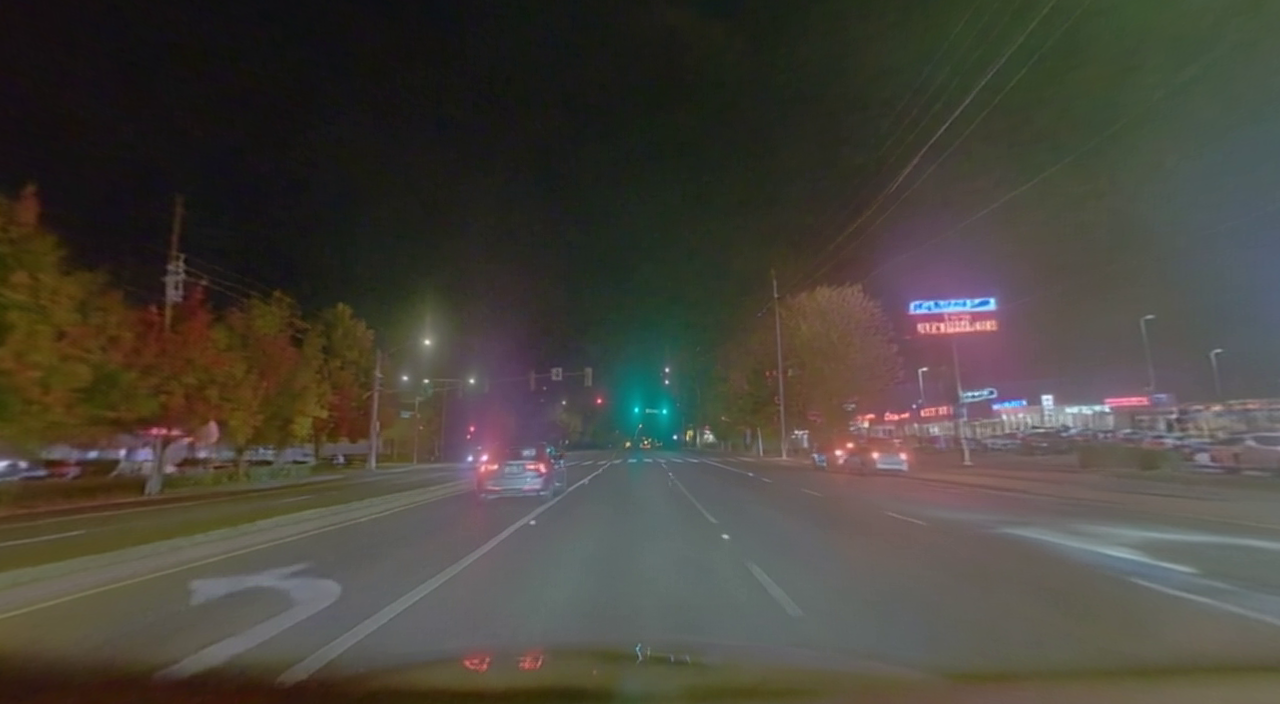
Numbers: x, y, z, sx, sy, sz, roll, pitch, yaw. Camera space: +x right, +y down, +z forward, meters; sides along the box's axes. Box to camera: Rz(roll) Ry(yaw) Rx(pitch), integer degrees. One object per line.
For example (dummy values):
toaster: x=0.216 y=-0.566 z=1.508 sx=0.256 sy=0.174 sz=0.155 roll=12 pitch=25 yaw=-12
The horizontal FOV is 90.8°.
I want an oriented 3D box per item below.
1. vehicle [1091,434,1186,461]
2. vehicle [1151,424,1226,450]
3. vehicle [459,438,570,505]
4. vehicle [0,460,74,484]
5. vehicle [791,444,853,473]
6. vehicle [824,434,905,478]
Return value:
vehicle: x=28.895 y=5.561 z=36.826 sx=1.891 sy=1.504 sz=4.551 roll=0 pitch=-8 yaw=1
vehicle: x=43.108 y=6.718 z=49.803 sx=1.951 sy=1.925 sz=4.345 roll=0 pitch=-8 yaw=1
vehicle: x=-3.043 y=2.991 z=16.240 sx=2.185 sy=1.473 sz=3.925 roll=0 pitch=-8 yaw=-2
vehicle: x=-41.285 y=8.017 z=42.374 sx=1.902 sy=1.475 sz=4.635 roll=-8 pitch=-12 yaw=43
vehicle: x=10.145 y=5.944 z=35.635 sx=1.987 sy=1.487 sz=4.753 roll=0 pitch=-8 yaw=-2
vehicle: x=10.320 y=4.792 z=29.416 sx=1.998 sy=1.862 sz=4.658 roll=0 pitch=-8 yaw=0
